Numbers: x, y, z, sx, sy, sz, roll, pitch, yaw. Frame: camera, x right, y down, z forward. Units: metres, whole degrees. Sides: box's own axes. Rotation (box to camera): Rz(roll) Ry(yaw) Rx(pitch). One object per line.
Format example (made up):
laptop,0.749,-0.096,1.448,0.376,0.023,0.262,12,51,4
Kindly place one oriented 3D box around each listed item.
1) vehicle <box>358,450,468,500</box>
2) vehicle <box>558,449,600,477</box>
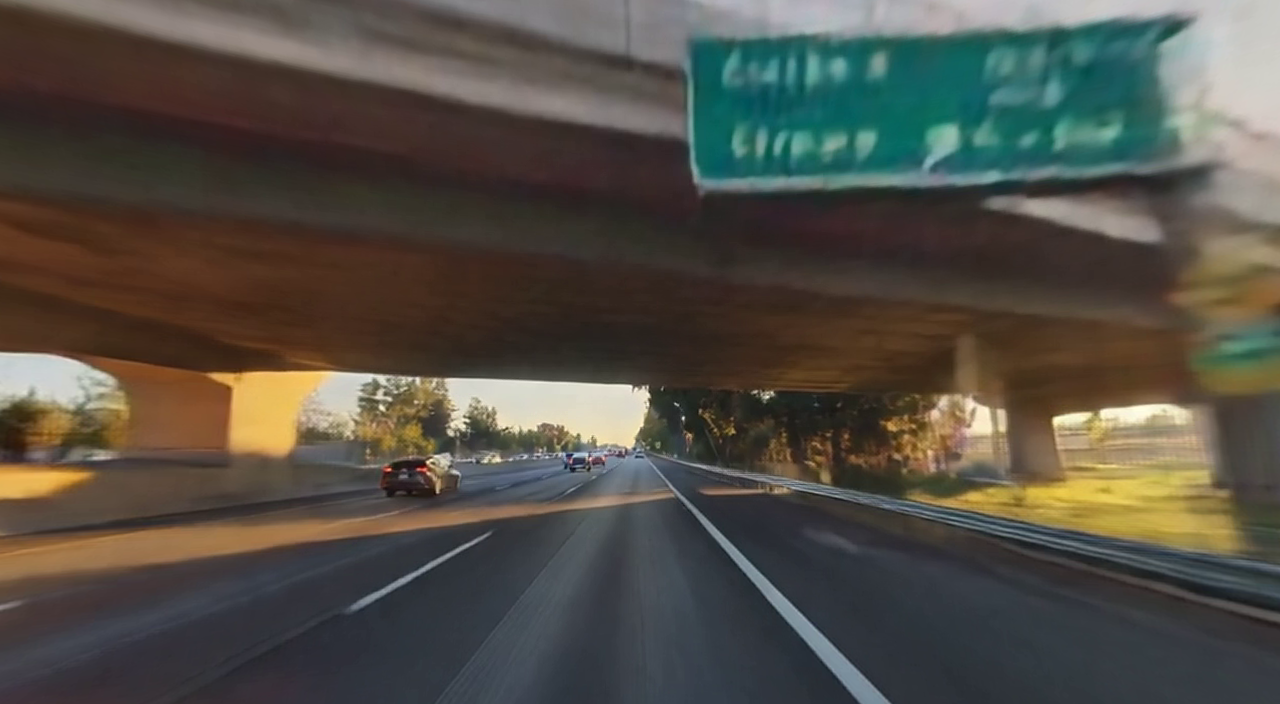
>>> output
vehicle,-7.644,4.150,21.780,2.002,1.507,4.631,0,-9,1
vehicle,-3.714,6.889,39.333,2.102,1.571,4.666,0,-9,1
